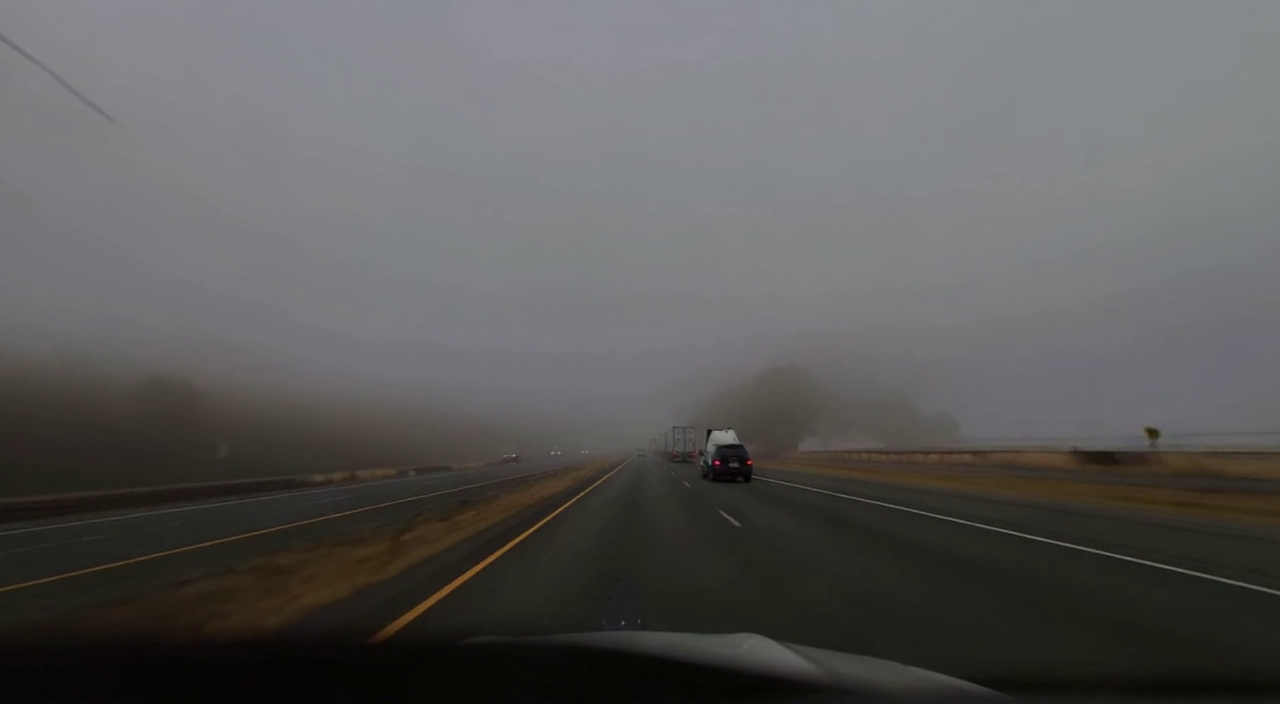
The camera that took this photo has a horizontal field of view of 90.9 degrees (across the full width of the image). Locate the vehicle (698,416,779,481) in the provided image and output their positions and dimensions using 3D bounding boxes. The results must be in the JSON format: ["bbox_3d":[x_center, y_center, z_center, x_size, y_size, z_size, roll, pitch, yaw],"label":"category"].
[{"bbox_3d":[4.312,4.422,28.727,2.609,2.648,5.397,0,-9,-2],"label":"vehicle"}]
